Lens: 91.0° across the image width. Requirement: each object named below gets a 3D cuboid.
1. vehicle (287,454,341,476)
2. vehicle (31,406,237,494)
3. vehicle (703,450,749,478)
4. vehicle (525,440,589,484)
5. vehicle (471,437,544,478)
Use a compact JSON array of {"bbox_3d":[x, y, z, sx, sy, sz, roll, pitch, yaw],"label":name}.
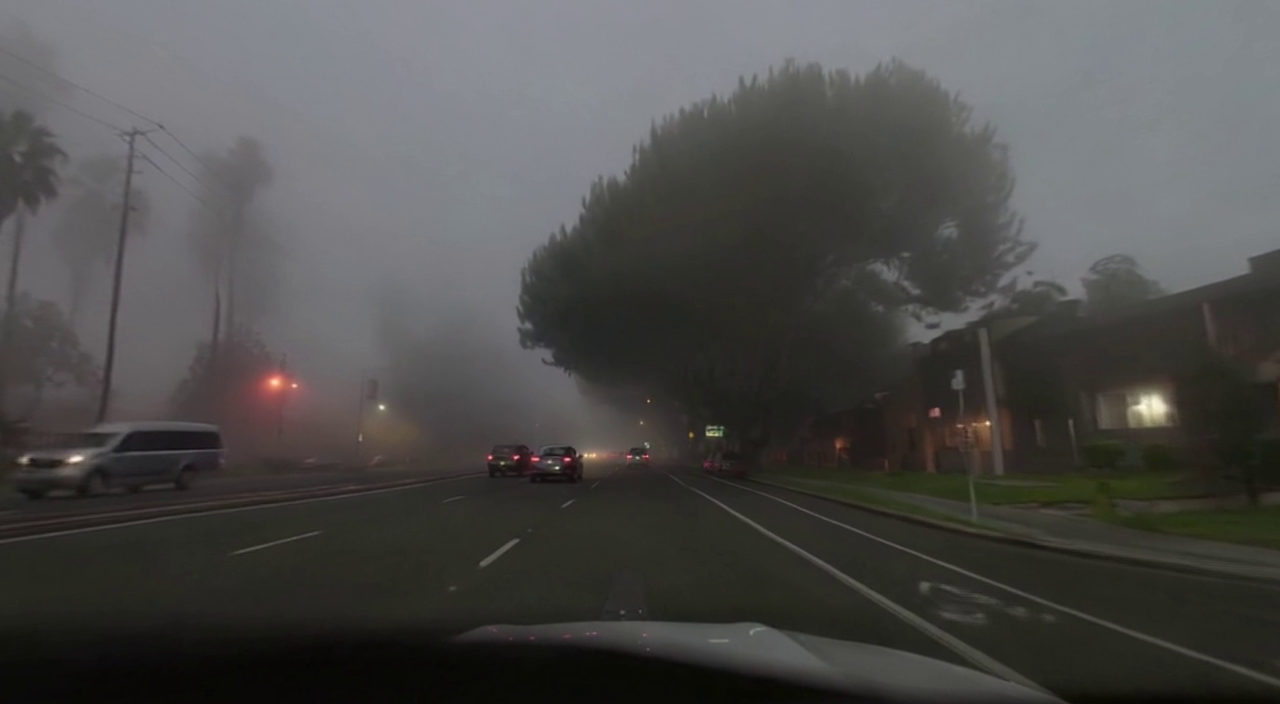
[{"bbox_3d":[-25.567,8.852,49.529,1.838,1.516,4.484,0,-9,0],"label":"vehicle"},{"bbox_3d":[-17.656,3.503,22.572,2.331,2.714,5.872,0,-9,1],"label":"vehicle"},{"bbox_3d":[5.083,6.650,37.629,1.994,1.507,4.173,1,-9,-2],"label":"vehicle"},{"bbox_3d":[-3.636,4.902,28.346,2.116,1.806,4.516,0,-9,2],"label":"vehicle"},{"bbox_3d":[-7.006,5.659,34.074,2.457,2.010,6.330,0,-9,1],"label":"vehicle"}]
